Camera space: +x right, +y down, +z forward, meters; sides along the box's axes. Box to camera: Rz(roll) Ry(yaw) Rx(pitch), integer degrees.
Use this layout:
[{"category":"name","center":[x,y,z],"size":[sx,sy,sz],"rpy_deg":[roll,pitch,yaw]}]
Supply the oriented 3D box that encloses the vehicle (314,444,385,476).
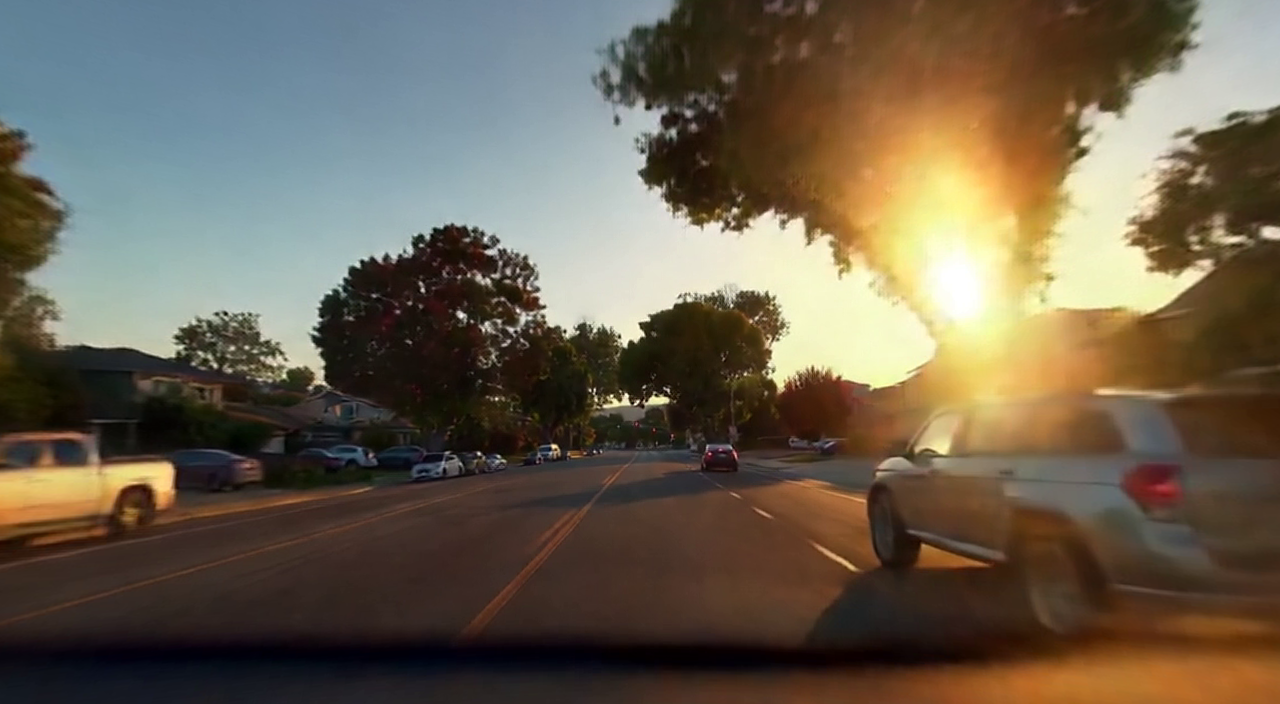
[{"category":"vehicle","center":[-17.311,6.440,37.836],"size":[1.914,1.792,4.470],"rpy_deg":[-1,-8,3]}]

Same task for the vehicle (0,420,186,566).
[{"category":"vehicle","center":[-10.575,2.272,10.216],"size":[2.254,2.127,5.697],"rpy_deg":[-3,-9,-1]}]

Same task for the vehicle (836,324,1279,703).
[{"category":"vehicle","center":[4.022,1.212,5.954],"size":[2.497,1.889,5.833],"rpy_deg":[-1,-8,1]}]

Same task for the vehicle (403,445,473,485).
[{"category":"vehicle","center":[-10.355,5.775,32.624],"size":[2.083,1.791,4.585],"rpy_deg":[-4,-8,0]}]

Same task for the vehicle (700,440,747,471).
[{"category":"vehicle","center":[4.374,5.491,33.705],"size":[1.956,1.492,4.425],"rpy_deg":[-1,-8,1]}]
